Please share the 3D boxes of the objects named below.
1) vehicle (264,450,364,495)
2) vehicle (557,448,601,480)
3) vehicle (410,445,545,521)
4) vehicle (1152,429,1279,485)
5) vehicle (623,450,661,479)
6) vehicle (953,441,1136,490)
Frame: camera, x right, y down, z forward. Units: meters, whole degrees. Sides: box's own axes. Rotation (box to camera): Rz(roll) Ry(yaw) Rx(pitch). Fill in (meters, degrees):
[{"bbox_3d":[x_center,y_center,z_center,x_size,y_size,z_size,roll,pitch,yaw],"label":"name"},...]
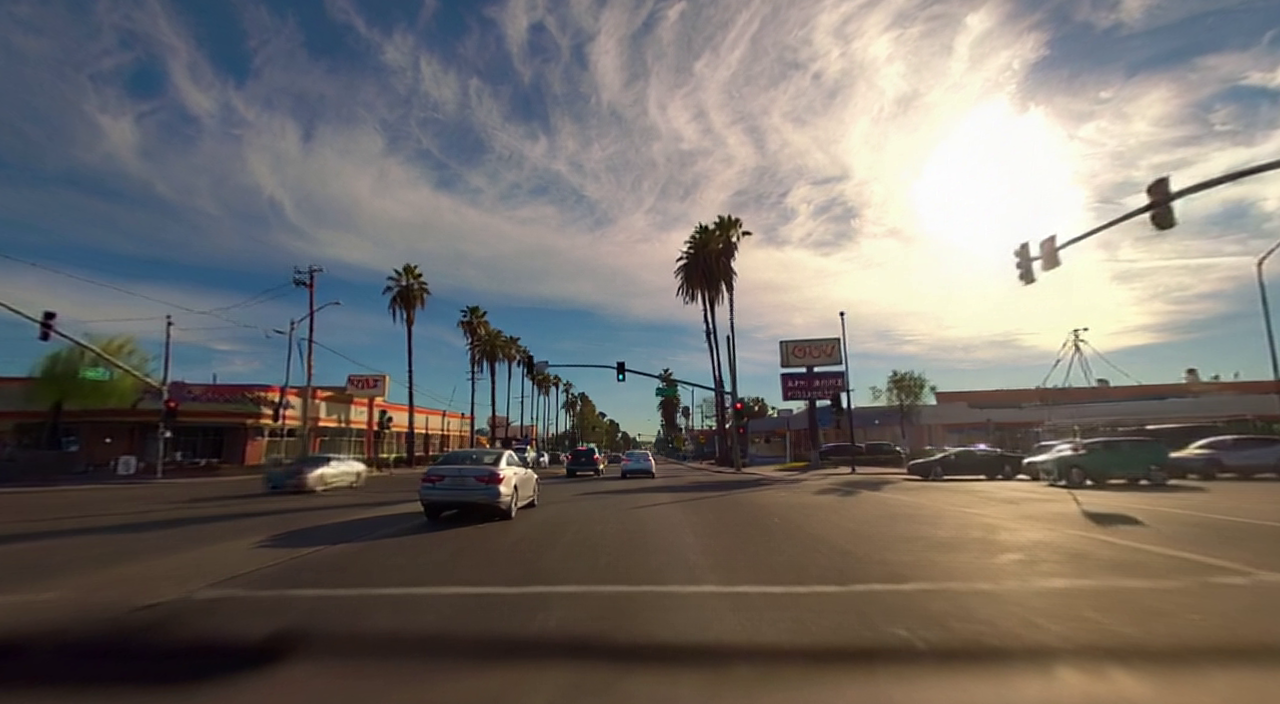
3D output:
[{"bbox_3d":[-12.517,4.607,24.393,1.818,1.559,3.721,0,-8,1],"label":"vehicle"},{"bbox_3d":[-3.360,6.195,35.133,1.979,1.634,3.957,0,-8,1],"label":"vehicle"},{"bbox_3d":[-3.602,2.966,14.849,1.904,1.513,4.410,-1,-8,2],"label":"vehicle"},{"bbox_3d":[20.309,3.460,20.855,4.699,1.716,2.108,0,-8,-1],"label":"vehicle"},{"bbox_3d":[0.124,6.450,36.323,2.094,1.496,4.070,0,-8,0],"label":"vehicle"},{"bbox_3d":[13.137,3.693,20.655,4.532,1.504,2.087,0,-8,0],"label":"vehicle"}]
